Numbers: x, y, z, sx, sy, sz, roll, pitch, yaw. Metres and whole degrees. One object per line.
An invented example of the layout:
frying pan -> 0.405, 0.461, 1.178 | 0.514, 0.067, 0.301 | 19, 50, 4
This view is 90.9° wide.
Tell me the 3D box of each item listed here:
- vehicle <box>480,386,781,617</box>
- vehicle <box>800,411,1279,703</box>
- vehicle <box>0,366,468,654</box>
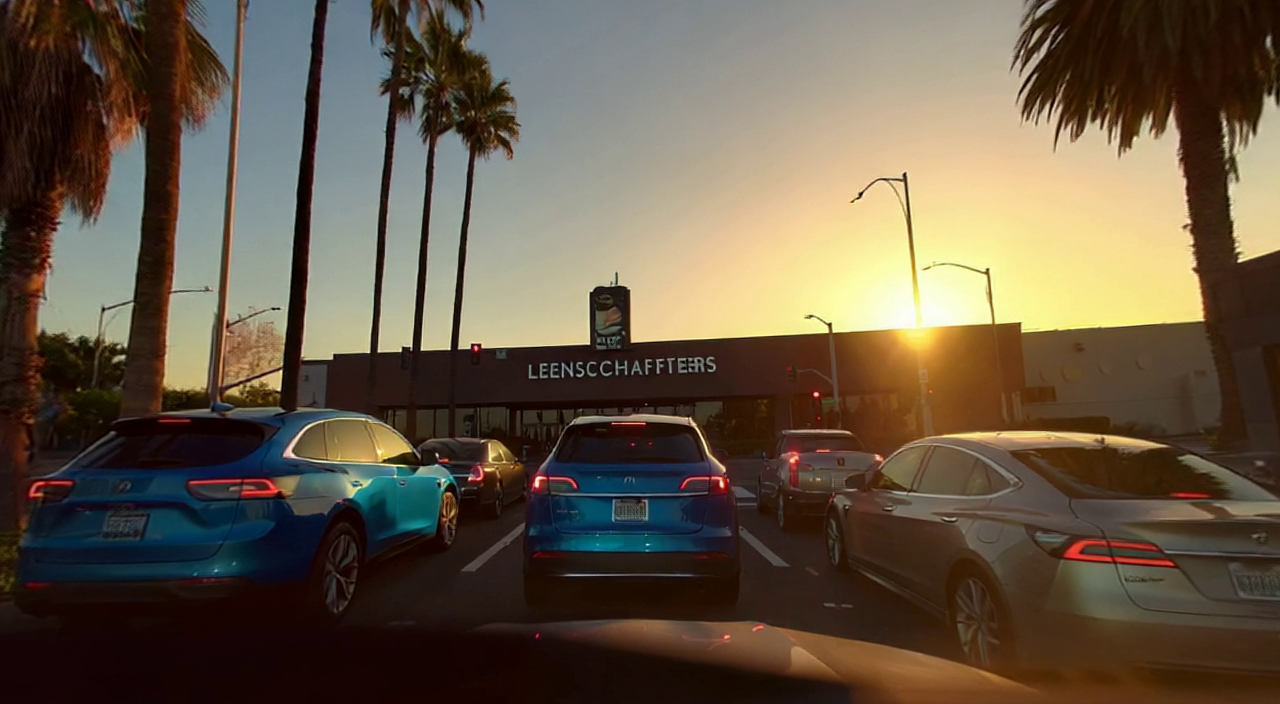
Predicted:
vehicle -> -0.131, 1.456, 7.057 | 2.280, 1.747, 4.361 | 0, -8, -2
vehicle -> 2.968, 1.367, 5.251 | 2.017, 1.491, 4.611 | 0, -8, -1
vehicle -> -3.346, 1.283, 6.123 | 2.014, 1.755, 4.360 | 0, -8, 1
